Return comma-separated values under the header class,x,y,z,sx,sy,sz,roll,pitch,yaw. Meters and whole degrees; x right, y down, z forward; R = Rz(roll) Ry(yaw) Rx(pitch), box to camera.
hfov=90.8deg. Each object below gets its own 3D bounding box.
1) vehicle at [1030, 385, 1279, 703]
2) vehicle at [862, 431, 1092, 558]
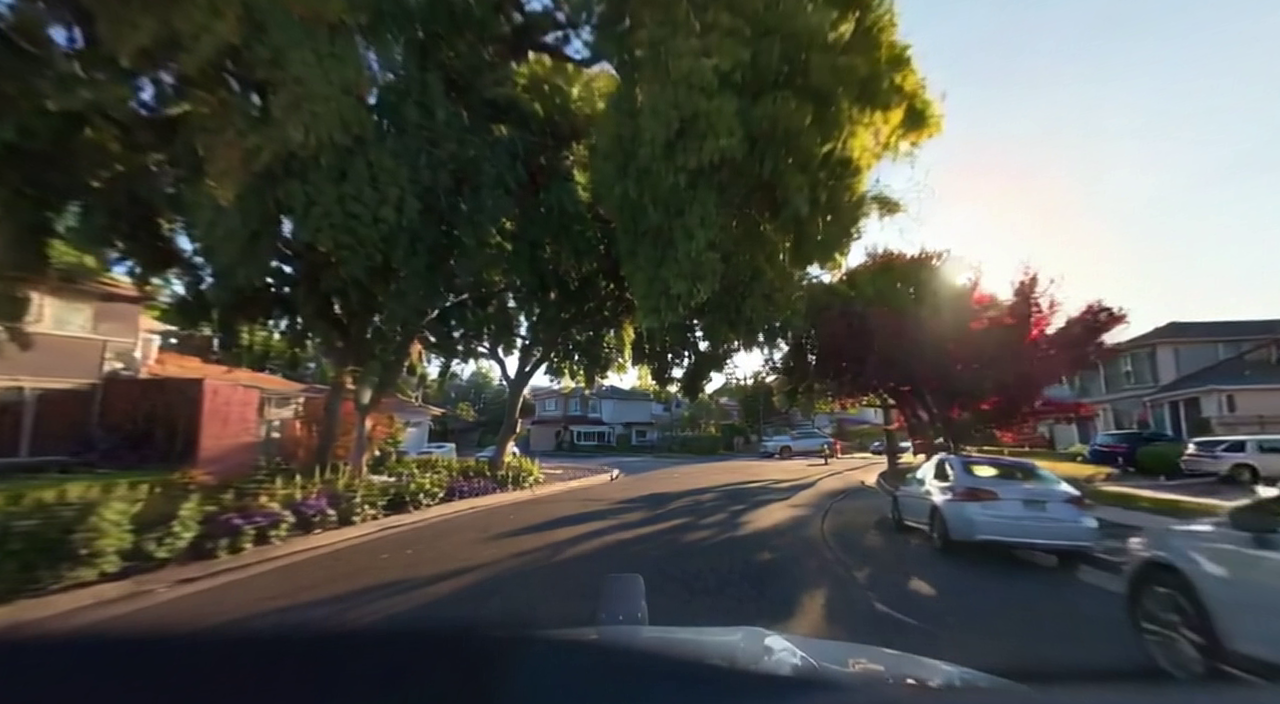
class,x,y,z,sx,sy,sz,roll,pitch,yaw
vehicle,3.918,0.930,2.494,2.075,1.657,4.648,-1,-9,5
vehicle,4.909,2.102,9.994,2.026,1.458,4.225,1,-9,11
